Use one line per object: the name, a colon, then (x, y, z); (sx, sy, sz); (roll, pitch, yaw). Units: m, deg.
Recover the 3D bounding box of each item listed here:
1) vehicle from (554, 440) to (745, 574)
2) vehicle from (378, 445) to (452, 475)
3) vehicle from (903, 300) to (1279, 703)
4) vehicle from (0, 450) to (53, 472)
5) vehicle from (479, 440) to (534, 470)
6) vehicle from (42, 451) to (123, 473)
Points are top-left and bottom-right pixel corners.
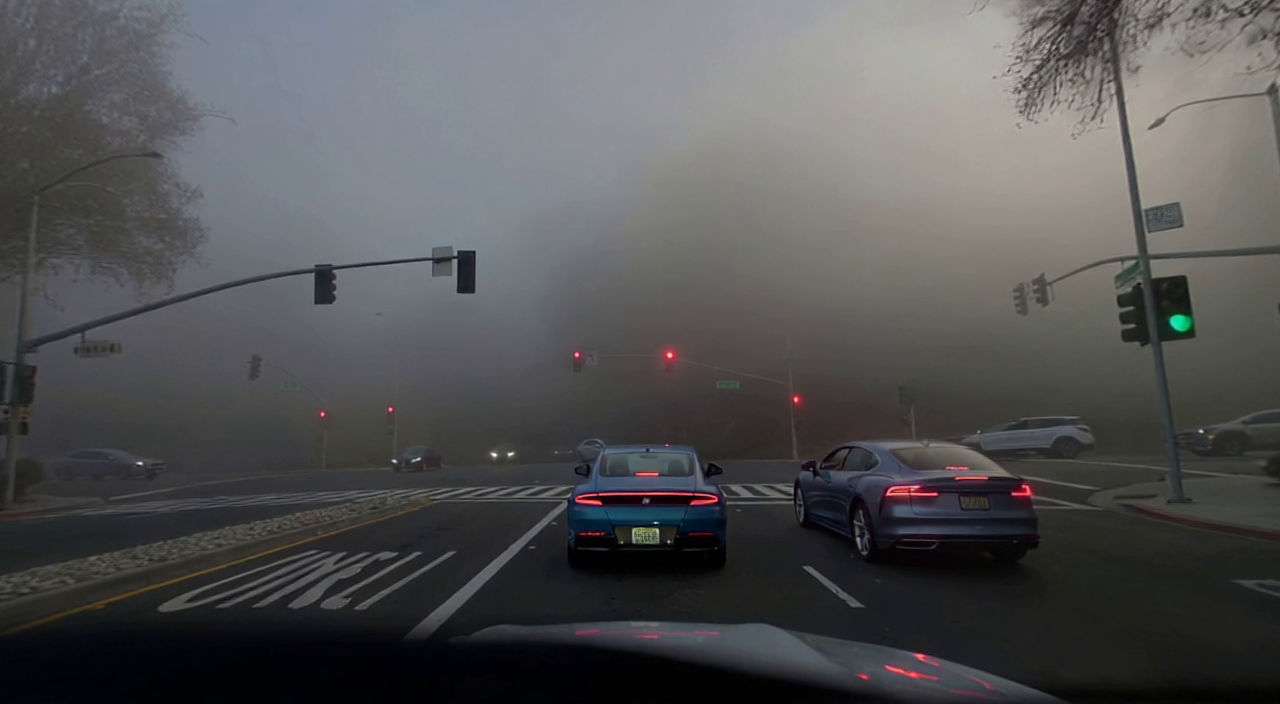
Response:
vehicle: (0.113, 1.868, 8.392); (1.945, 1.343, 3.827); (0, -8, 1)
vehicle: (-11.716, 5.627, 33.191); (2.053, 1.436, 4.494); (-1, -8, 2)
vehicle: (3.104, 0.800, 2.526); (2.143, 1.759, 4.531); (0, -8, 0)
vehicle: (-46.258, 7.950, 46.139); (4.545, 1.558, 1.833); (0, -8, -3)
vehicle: (-7.990, 6.220, 38.271); (2.091, 1.651, 4.870); (-1, -8, 2)
vehicle: (-41.312, 8.141, 46.781); (4.195, 1.533, 1.752); (0, -8, -3)
